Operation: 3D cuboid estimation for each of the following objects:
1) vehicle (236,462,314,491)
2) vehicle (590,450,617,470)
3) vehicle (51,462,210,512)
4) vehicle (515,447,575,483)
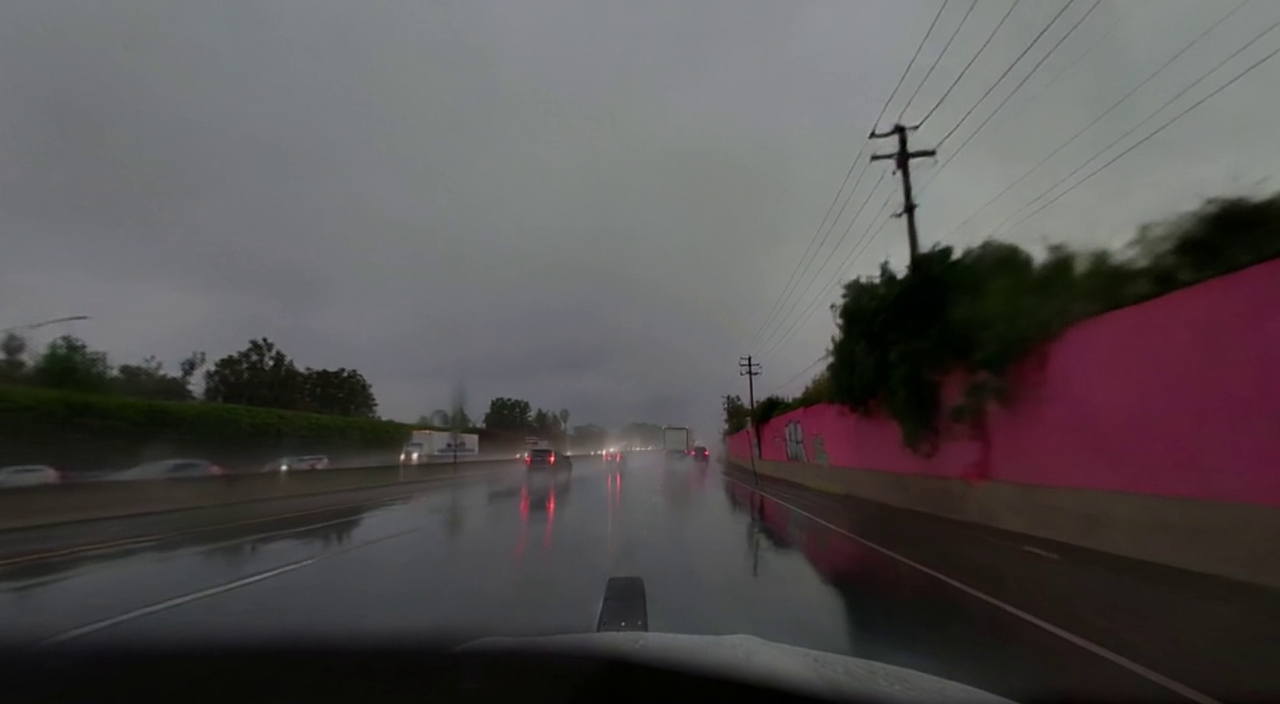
[{"bbox_3d":[-20.420,6.952,35.428,1.805,1.424,3.934,-1,-9,4],"label":"vehicle"},{"bbox_3d":[-2.821,8.487,49.455,1.708,1.489,2.840,-1,-9,5],"label":"vehicle"},{"bbox_3d":[-17.013,4.498,21.348,1.840,1.431,4.016,-1,-9,3],"label":"vehicle"},{"bbox_3d":[-4.343,5.252,29.497,1.966,1.565,3.766,-1,-9,4],"label":"vehicle"}]
